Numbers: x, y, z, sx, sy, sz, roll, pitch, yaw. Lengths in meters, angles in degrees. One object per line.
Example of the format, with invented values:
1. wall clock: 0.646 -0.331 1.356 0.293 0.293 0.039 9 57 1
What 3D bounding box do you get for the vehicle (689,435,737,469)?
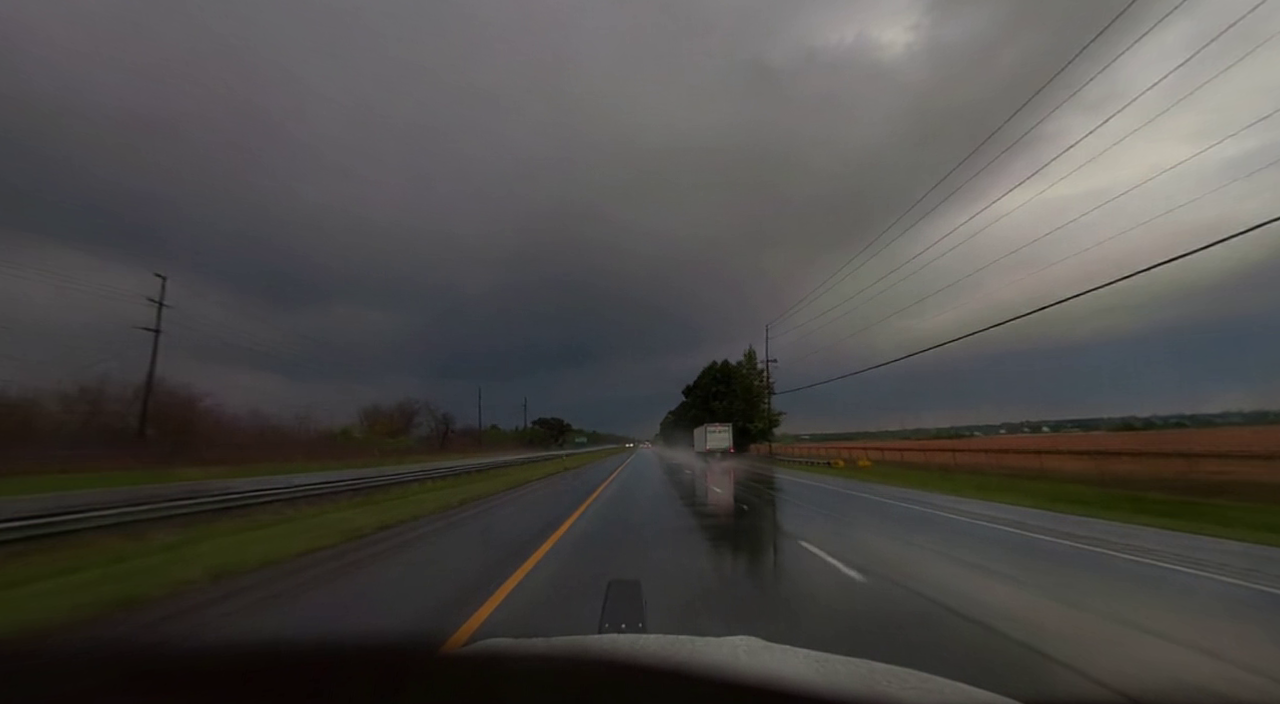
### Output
1. vehicle: 4.323 6.029 38.037 2.228 1.852 5.449 0 -8 0
